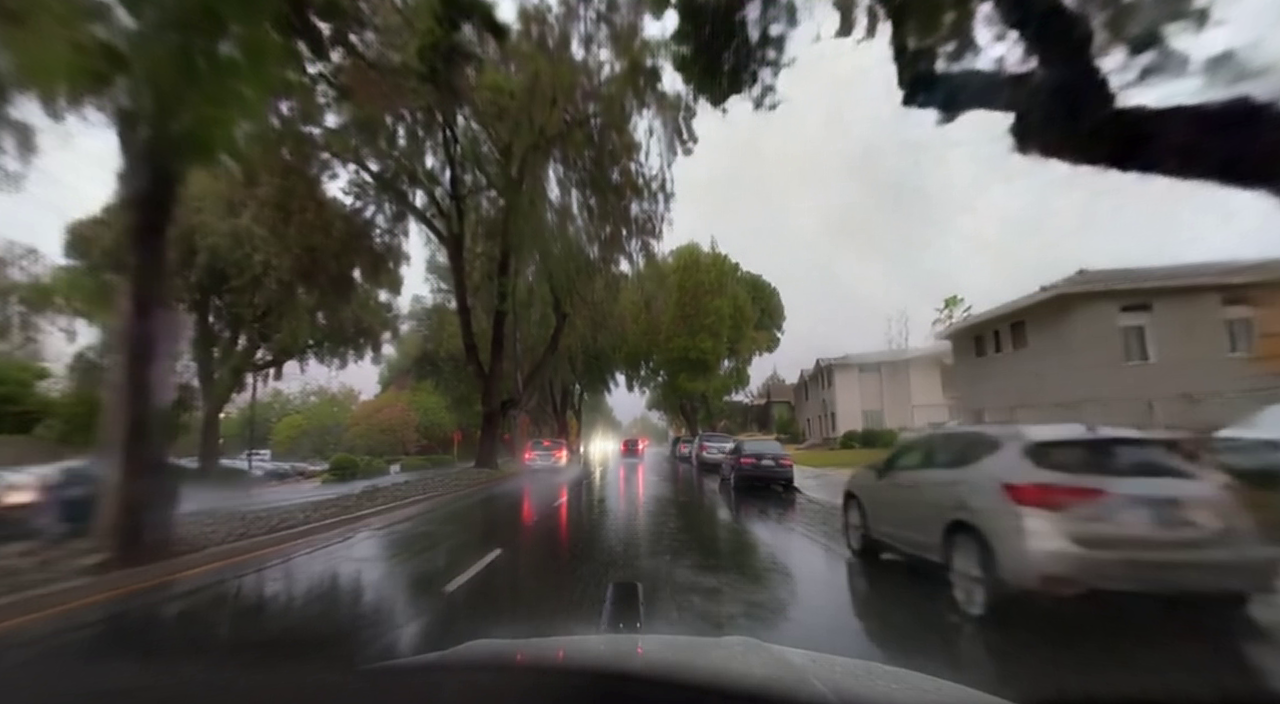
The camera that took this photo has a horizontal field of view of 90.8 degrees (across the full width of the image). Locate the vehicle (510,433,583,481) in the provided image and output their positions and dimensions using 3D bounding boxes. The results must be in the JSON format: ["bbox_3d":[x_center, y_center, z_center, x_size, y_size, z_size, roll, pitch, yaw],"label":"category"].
[{"bbox_3d":[-3.552,4.085,24.959,2.129,1.668,4.722,0,-8,1],"label":"vehicle"}]

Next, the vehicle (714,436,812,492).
[{"bbox_3d":[3.657,3.426,19.791,2.019,1.495,4.755,0,-8,-1],"label":"vehicle"}]

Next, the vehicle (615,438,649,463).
[{"bbox_3d":[-0.516,6.568,42.380,2.142,1.548,4.273,0,-8,0],"label":"vehicle"}]

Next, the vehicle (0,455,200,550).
[{"bbox_3d":[-11.530,2.911,12.887,2.167,1.497,4.256,0,-8,-2],"label":"vehicle"}]

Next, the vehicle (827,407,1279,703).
[{"bbox_3d":[3.286,1.359,5.420,2.006,1.518,4.534,-1,-8,1],"label":"vehicle"}]
